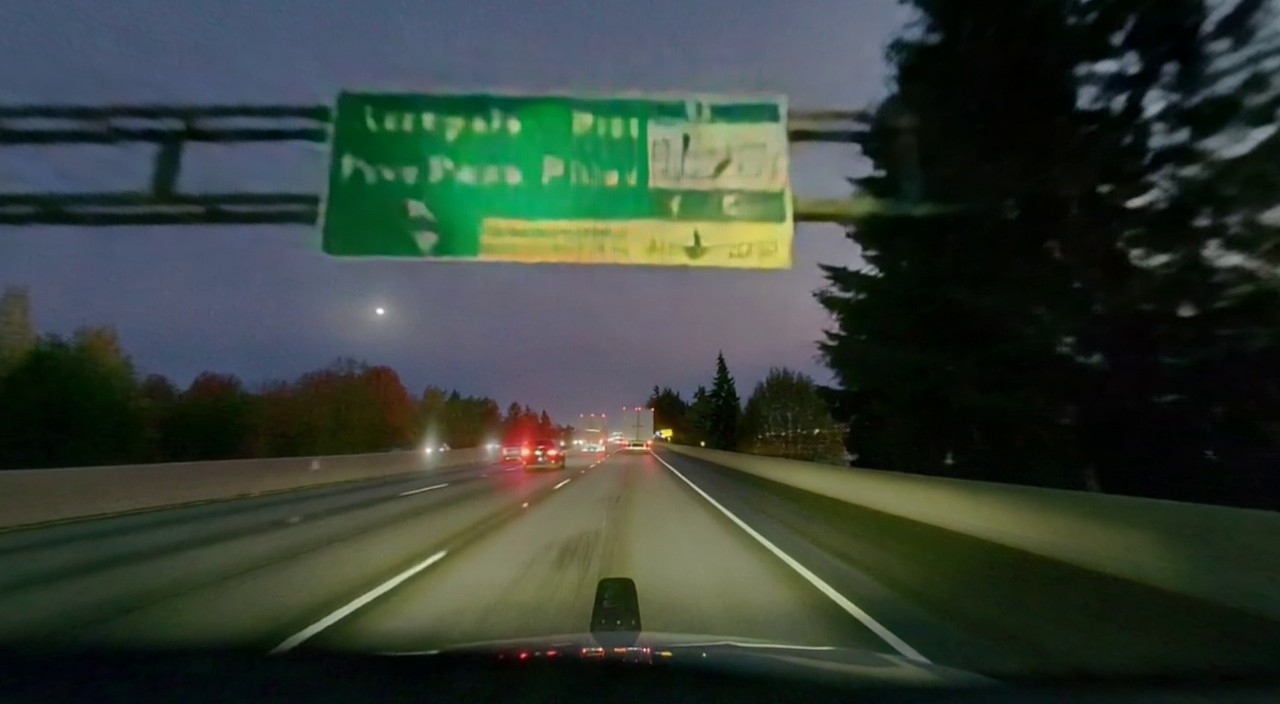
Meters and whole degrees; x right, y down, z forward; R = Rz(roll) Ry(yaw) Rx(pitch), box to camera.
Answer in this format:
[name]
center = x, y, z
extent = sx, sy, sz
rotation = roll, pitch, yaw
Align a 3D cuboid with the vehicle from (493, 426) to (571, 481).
[vehicle]
center = -3.944, 3.789, 23.878
extent = 2.127, 1.839, 4.984
rotation = 0, -8, -1
